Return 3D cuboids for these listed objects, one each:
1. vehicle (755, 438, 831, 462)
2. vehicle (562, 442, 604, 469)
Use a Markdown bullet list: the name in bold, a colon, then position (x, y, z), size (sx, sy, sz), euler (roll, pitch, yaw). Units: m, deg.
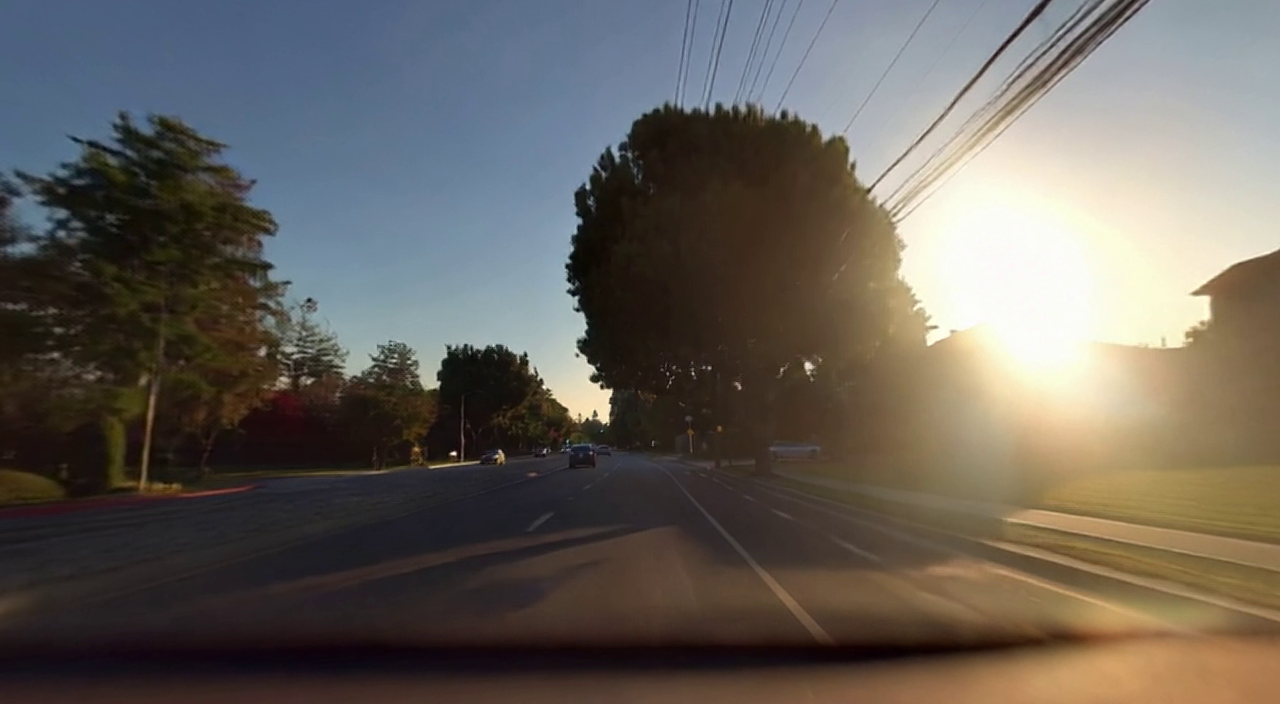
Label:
- **vehicle**: position (11.221, 7.191, 46.342), size (4.904, 1.735, 2.270), euler (3, -9, -20)
- **vehicle**: position (-3.359, 6.203, 37.979), size (2.084, 1.466, 4.522), euler (0, -9, 1)
